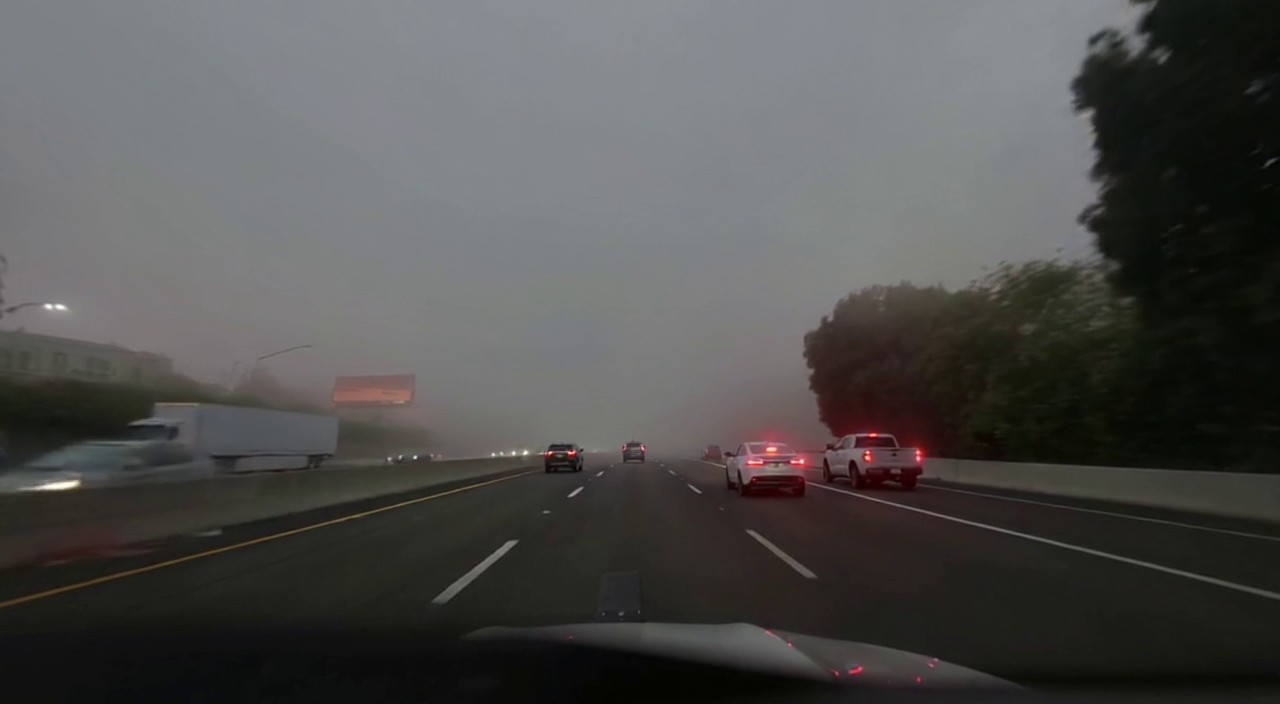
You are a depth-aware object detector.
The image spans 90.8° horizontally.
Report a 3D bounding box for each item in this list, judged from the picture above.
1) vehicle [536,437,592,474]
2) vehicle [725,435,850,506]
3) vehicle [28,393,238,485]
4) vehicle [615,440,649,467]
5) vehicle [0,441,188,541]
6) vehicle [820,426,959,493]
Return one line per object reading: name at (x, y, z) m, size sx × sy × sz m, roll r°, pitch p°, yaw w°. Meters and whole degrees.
vehicle at (-3.791, 5.293, 32.520) m, size 2.256 × 1.756 × 4.745 m, roll 0°, pitch -9°, yaw 0°
vehicle at (3.493, 2.911, 15.962) m, size 1.987 × 1.509 × 4.512 m, roll 0°, pitch -9°, yaw -1°
vehicle at (-25.955, 4.621, 33.348) m, size 3.387 × 4.158 × 9.190 m, roll 0°, pitch -9°, yaw -1°
vehicle at (-0.525, 6.771, 42.269) m, size 2.191 × 1.685 × 4.015 m, roll 0°, pitch -9°, yaw 0°
vehicle at (-10.871, 2.404, 11.420) m, size 1.960 × 1.528 × 4.643 m, roll 0°, pitch -9°, yaw -1°
vehicle at (7.420, 3.258, 19.487) m, size 2.176 × 1.793 × 4.841 m, roll 0°, pitch -9°, yaw -2°
